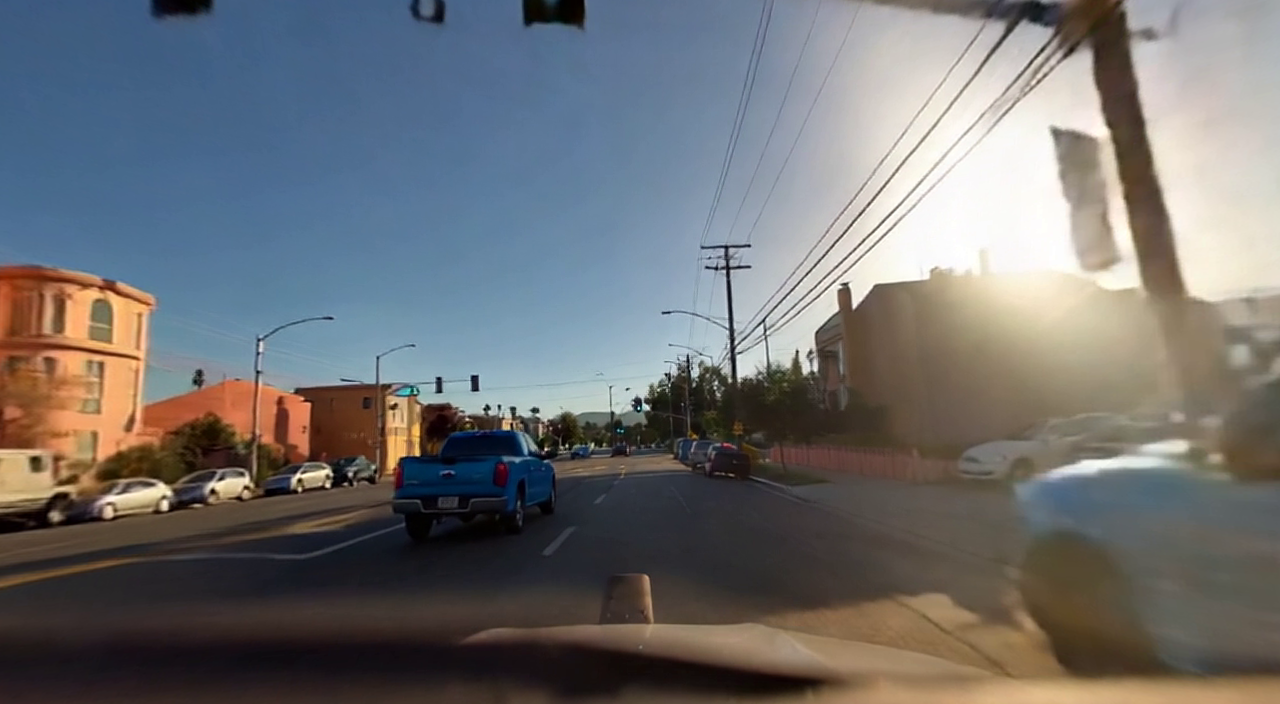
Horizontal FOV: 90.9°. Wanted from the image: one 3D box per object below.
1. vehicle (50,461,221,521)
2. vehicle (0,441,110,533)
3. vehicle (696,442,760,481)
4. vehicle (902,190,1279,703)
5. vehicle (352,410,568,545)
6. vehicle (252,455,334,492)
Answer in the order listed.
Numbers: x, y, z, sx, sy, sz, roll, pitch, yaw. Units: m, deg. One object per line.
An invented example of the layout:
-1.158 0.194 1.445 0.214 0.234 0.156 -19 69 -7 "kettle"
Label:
-15.625 4.286 19.870 2.026 1.617 3.933 0 -9 1 "vehicle"
-19.312 3.918 18.435 2.159 2.586 5.899 0 -9 3 "vehicle"
3.590 4.540 26.419 2.012 1.491 4.333 0 -9 -1 "vehicle"
3.036 0.435 1.069 2.415 2.004 6.589 0 -9 1 "vehicle"
-2.868 2.183 11.658 2.242 1.890 5.306 0 -9 2 "vehicle"
-18.474 6.444 33.792 1.954 1.785 4.136 0 -9 1 "vehicle"
